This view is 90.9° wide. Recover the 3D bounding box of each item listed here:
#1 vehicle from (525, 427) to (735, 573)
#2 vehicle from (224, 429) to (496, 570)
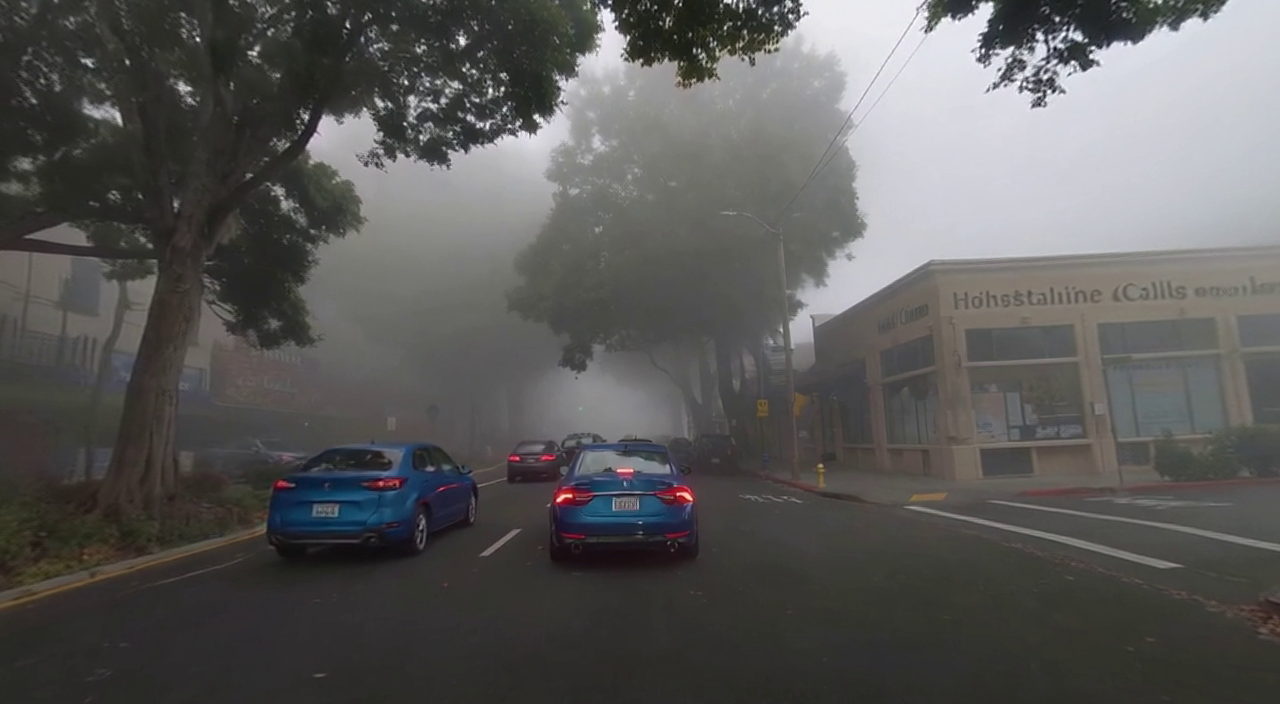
[{"bbox_3d":[-0.105,1.837,8.585,2.160,1.482,4.037,0,-9,0],"label":"vehicle"},{"bbox_3d":[-3.452,1.879,8.785,1.905,1.473,4.016,0,-9,0],"label":"vehicle"}]
